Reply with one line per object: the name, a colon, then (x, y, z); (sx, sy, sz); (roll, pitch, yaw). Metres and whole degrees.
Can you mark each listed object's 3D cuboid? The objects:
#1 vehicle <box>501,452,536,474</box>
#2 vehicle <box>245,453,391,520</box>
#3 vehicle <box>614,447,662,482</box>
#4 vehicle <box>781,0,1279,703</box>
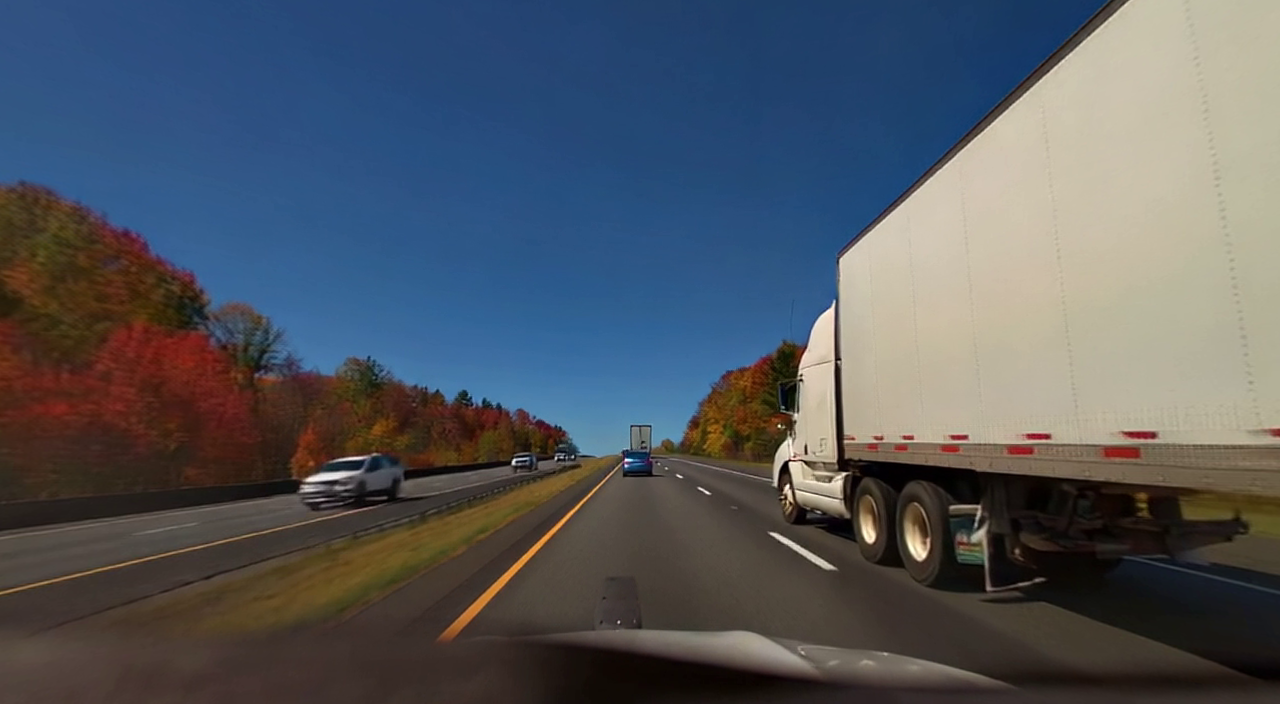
vehicle: (-9.325, 8.539, 48.280); (1.871, 1.595, 4.052); (-1, -9, 0)
vehicle: (-8.810, 3.666, 17.601); (1.916, 1.572, 4.056); (-1, -9, 0)
vehicle: (-0.124, 5.230, 29.447); (2.099, 1.506, 4.097); (0, -9, -1)
vehicle: (4.225, 0.265, 6.187); (2.996, 3.942, 10.600); (0, -9, -1)
